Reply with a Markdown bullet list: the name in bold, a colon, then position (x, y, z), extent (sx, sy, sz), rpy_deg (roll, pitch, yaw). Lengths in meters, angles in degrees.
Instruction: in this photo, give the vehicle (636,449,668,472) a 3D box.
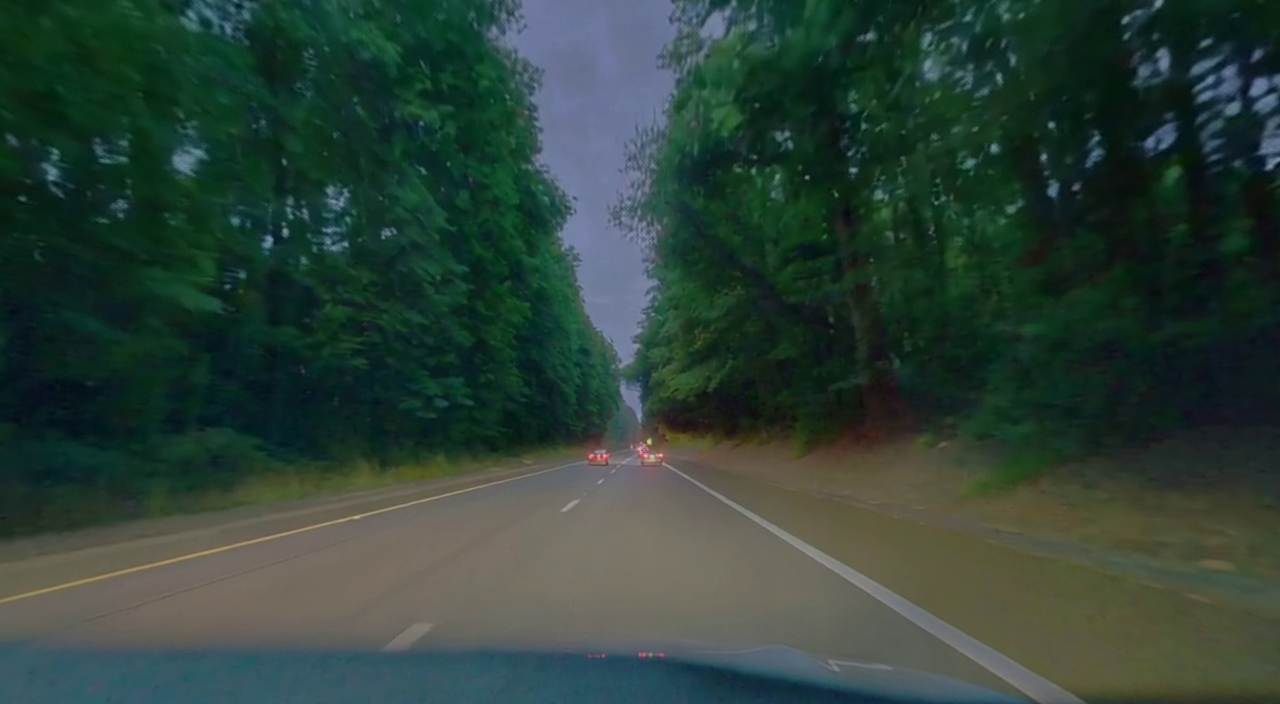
- **vehicle**: position (0.758, 7.231, 42.202), extent (2.046, 1.452, 4.407), rpy_deg (0, -9, 0)
